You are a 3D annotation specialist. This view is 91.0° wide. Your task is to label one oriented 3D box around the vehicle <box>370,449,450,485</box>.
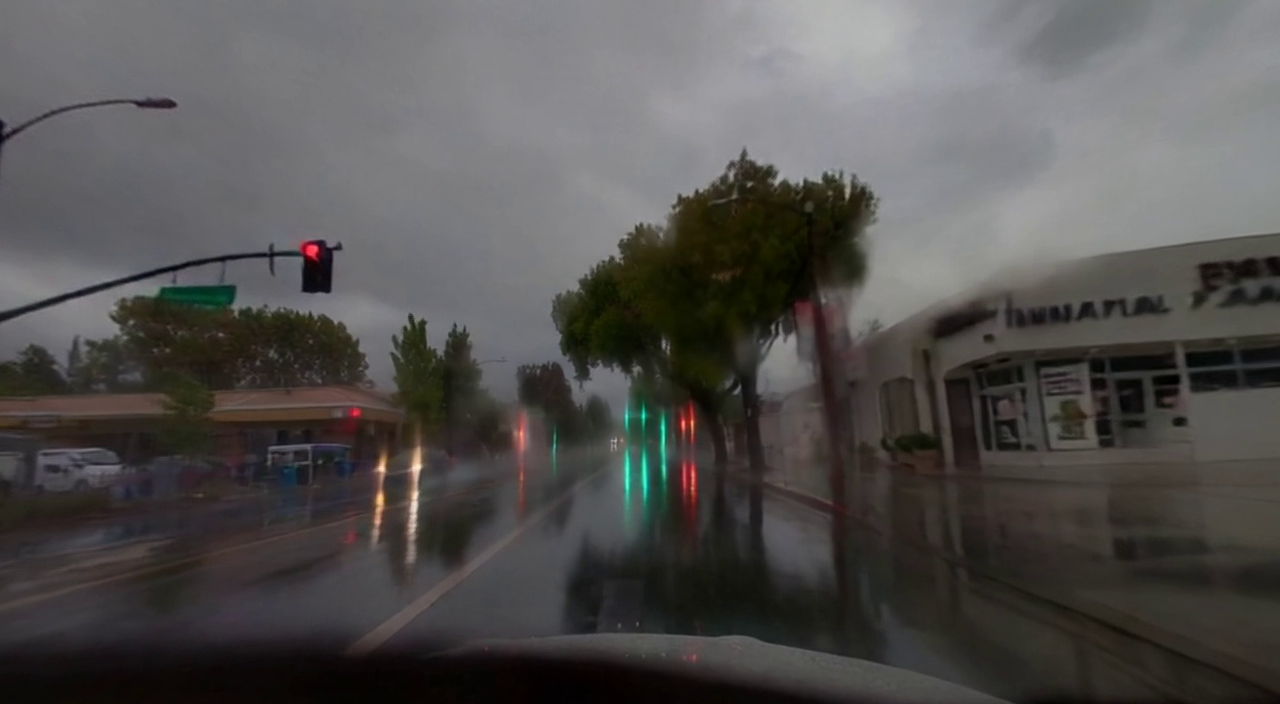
[{"bbox_3d":[-10.622,5.329,29.452,1.889,1.499,4.541,-1,-8,2],"label":"vehicle"}]
